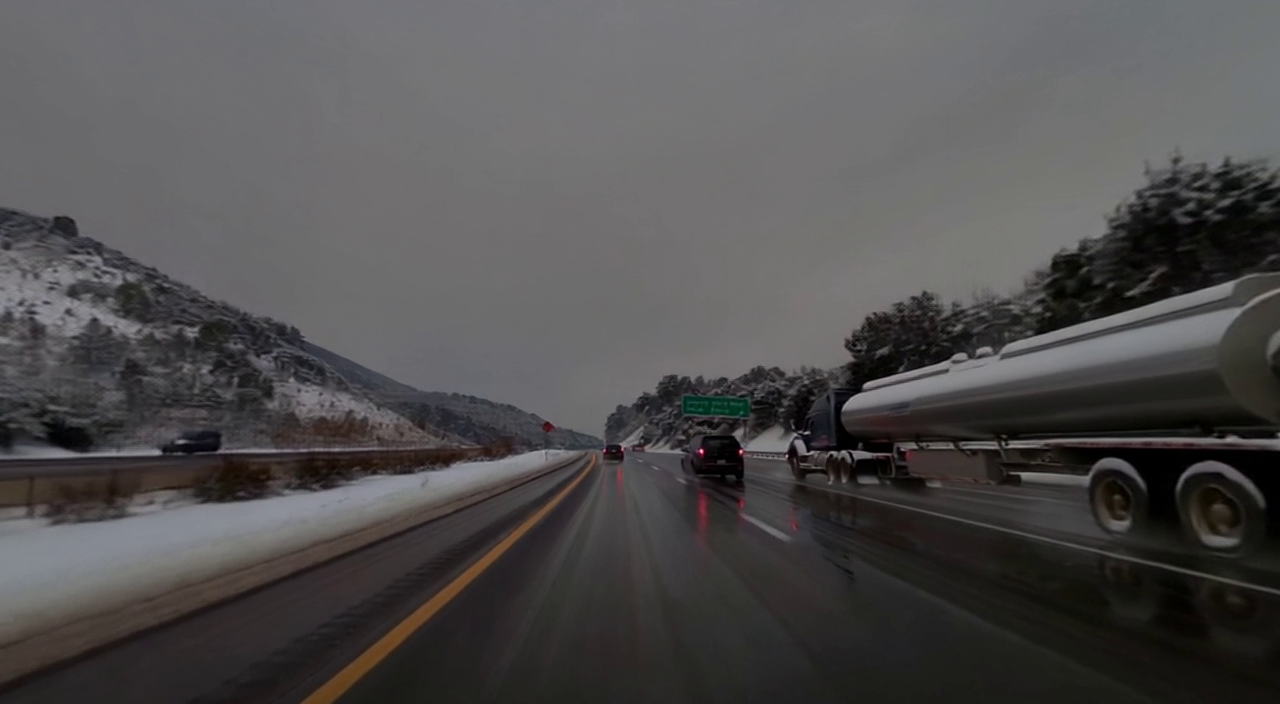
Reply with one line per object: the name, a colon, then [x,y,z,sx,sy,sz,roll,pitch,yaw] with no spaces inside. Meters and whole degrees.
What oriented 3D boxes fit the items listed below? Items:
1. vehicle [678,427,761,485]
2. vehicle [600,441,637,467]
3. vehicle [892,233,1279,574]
vehicle: [2.659,3.633,22.258,2.098,1.794,4.561,0,-9,-3]
vehicle: [-1.350,6.097,37.906,2.083,1.477,3.965,0,-9,-4]
vehicle: [7.462,1.060,9.837,2.805,3.212,9.978,0,-9,-1]
